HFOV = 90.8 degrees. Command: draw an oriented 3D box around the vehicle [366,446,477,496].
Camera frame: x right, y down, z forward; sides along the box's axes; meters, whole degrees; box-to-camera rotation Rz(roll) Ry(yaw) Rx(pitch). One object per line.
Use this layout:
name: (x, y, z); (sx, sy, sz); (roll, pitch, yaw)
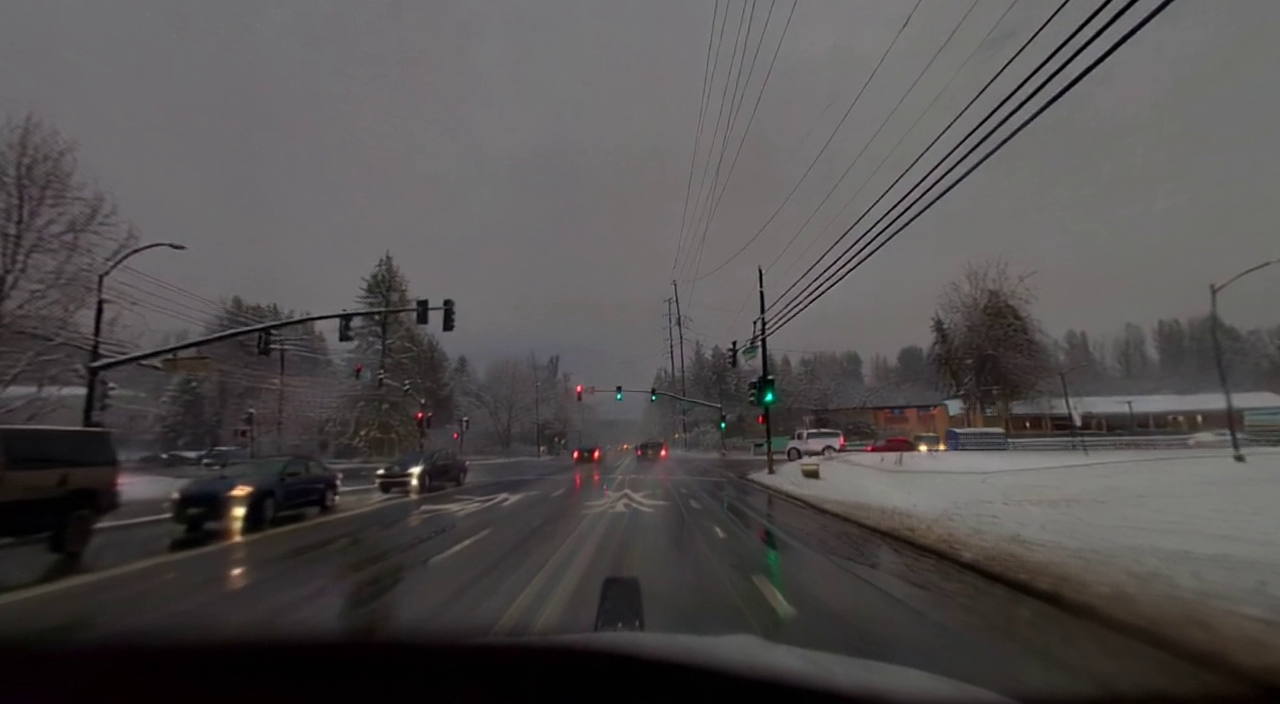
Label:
vehicle: (-7.101, 3.892, 21.146); (1.904, 1.449, 4.580); (0, -8, 3)

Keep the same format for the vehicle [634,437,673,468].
vehicle: (0.887, 6.409, 40.311); (2.276, 1.850, 3.897); (-1, -8, 4)

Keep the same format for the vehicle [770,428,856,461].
vehicle: (12.763, 6.892, 46.986); (5.748, 2.332, 2.361); (-1, -8, 3)

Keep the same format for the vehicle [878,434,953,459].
vehicle: (20.167, 6.907, 46.336); (4.544, 1.764, 1.985); (-1, -8, 4)

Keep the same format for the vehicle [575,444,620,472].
vehicle: (-2.351, 6.050, 36.233); (2.064, 1.464, 4.373); (0, -8, 3)

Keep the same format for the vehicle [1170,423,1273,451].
vehicle: (41.310, 6.075, 44.963); (4.988, 1.916, 2.172); (-1, -8, 3)

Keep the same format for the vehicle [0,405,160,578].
vehicle: (-7.482, 1.425, 6.461); (1.860, 1.754, 4.089); (0, -8, 0)

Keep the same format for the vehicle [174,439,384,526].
vehicle: (-7.556, 2.725, 13.858); (1.912, 1.573, 4.299); (0, -8, 2)
